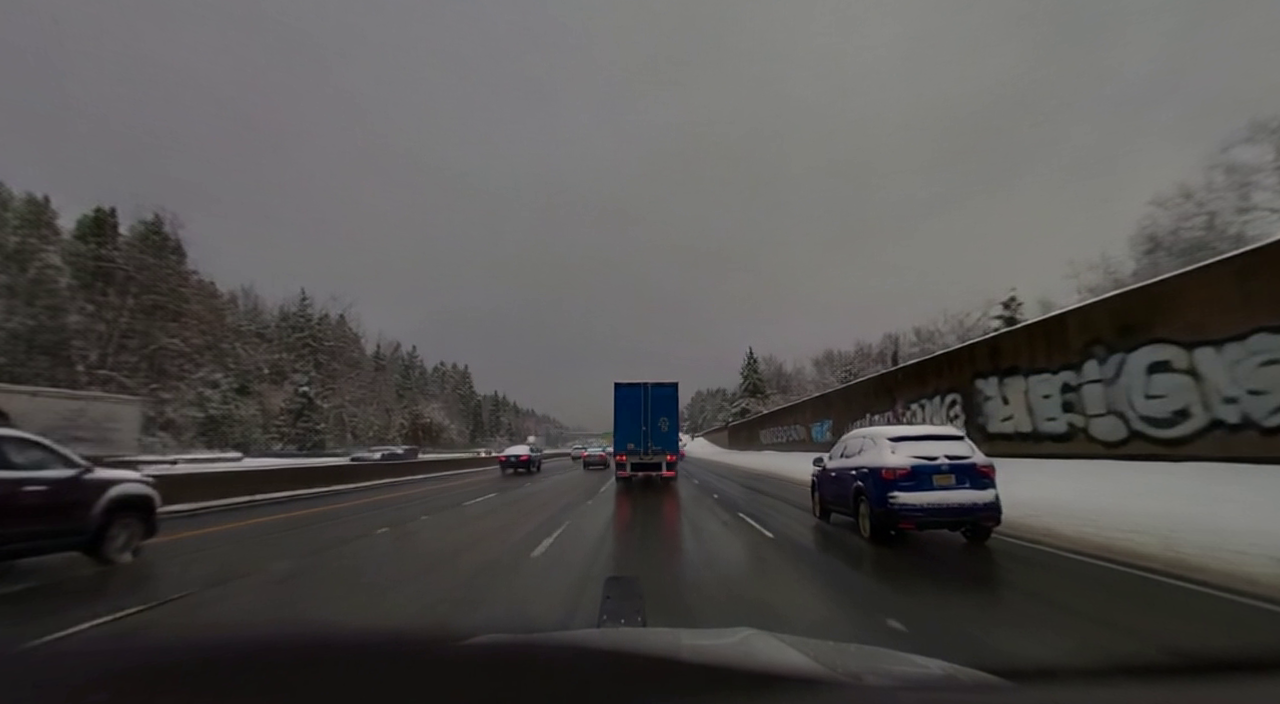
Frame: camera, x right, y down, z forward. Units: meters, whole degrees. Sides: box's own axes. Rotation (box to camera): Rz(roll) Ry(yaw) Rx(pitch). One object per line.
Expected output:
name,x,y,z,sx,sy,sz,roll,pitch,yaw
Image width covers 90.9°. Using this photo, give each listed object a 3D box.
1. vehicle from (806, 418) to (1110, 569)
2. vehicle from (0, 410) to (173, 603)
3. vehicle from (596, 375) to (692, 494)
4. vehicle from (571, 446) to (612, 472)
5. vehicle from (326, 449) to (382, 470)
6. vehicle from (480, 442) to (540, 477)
vehicle,4.170,1.948,9.377,2.205,1.689,4.403,0,-9,0
vehicle,-6.687,1.278,5.017,2.134,1.662,4.851,0,-9,1
vehicle,0.120,3.295,24.351,2.915,3.661,9.741,0,-9,0
vehicle,-2.892,6.487,38.347,2.020,1.505,4.171,0,-9,2
vehicle,-20.754,7.822,45.909,1.806,1.455,4.426,-1,-9,3
vehicle,-6.372,5.351,31.416,2.005,1.607,4.042,-1,-9,2
